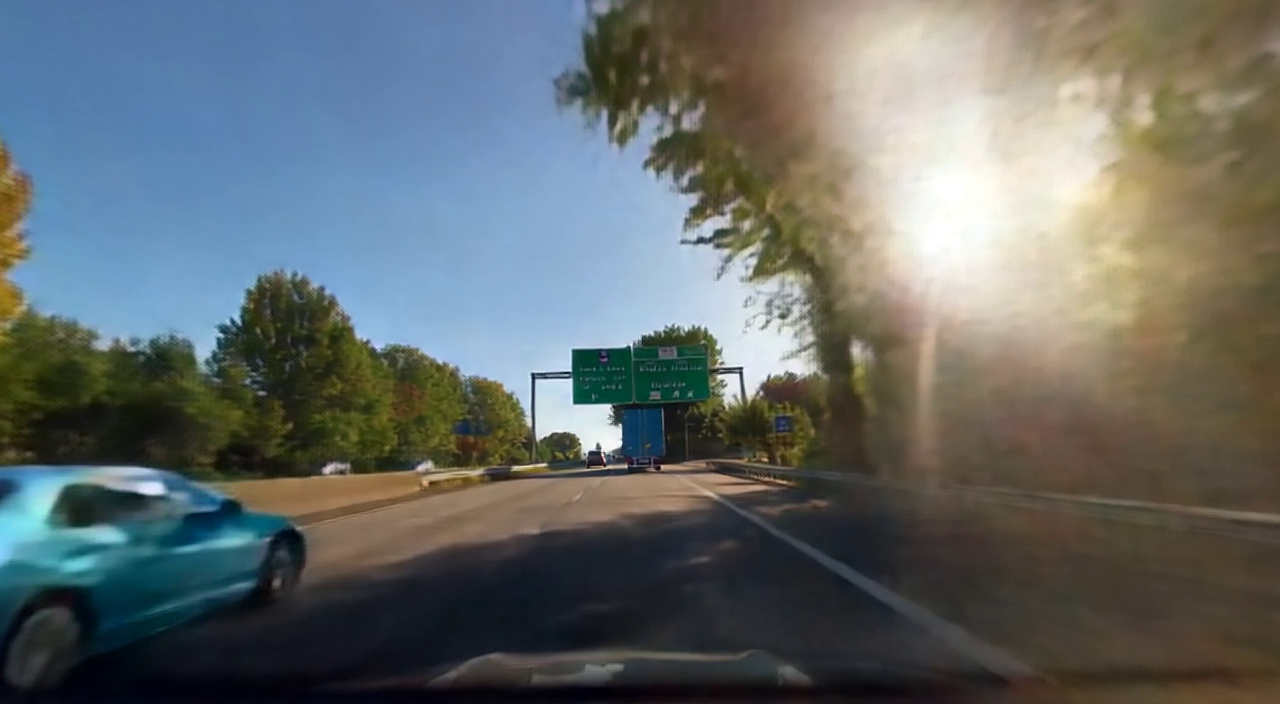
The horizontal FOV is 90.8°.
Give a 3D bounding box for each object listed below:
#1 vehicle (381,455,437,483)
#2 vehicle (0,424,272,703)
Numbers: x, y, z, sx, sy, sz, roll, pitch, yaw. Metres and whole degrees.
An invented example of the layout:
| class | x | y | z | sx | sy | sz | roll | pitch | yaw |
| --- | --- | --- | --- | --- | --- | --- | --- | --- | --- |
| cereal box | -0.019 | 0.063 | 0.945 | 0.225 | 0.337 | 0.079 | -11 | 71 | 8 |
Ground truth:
| class | x | y | z | sx | sy | sz | roll | pitch | yaw |
| --- | --- | --- | --- | --- | --- | --- | --- | --- | --- |
| vehicle | -12.983 | 6.591 | 35.655 | 1.790 | 1.452 | 3.669 | 0 | -9 | -1 |
| vehicle | -4.045 | 1.090 | 3.047 | 1.968 | 1.460 | 4.227 | 0 | -9 | 0 |
